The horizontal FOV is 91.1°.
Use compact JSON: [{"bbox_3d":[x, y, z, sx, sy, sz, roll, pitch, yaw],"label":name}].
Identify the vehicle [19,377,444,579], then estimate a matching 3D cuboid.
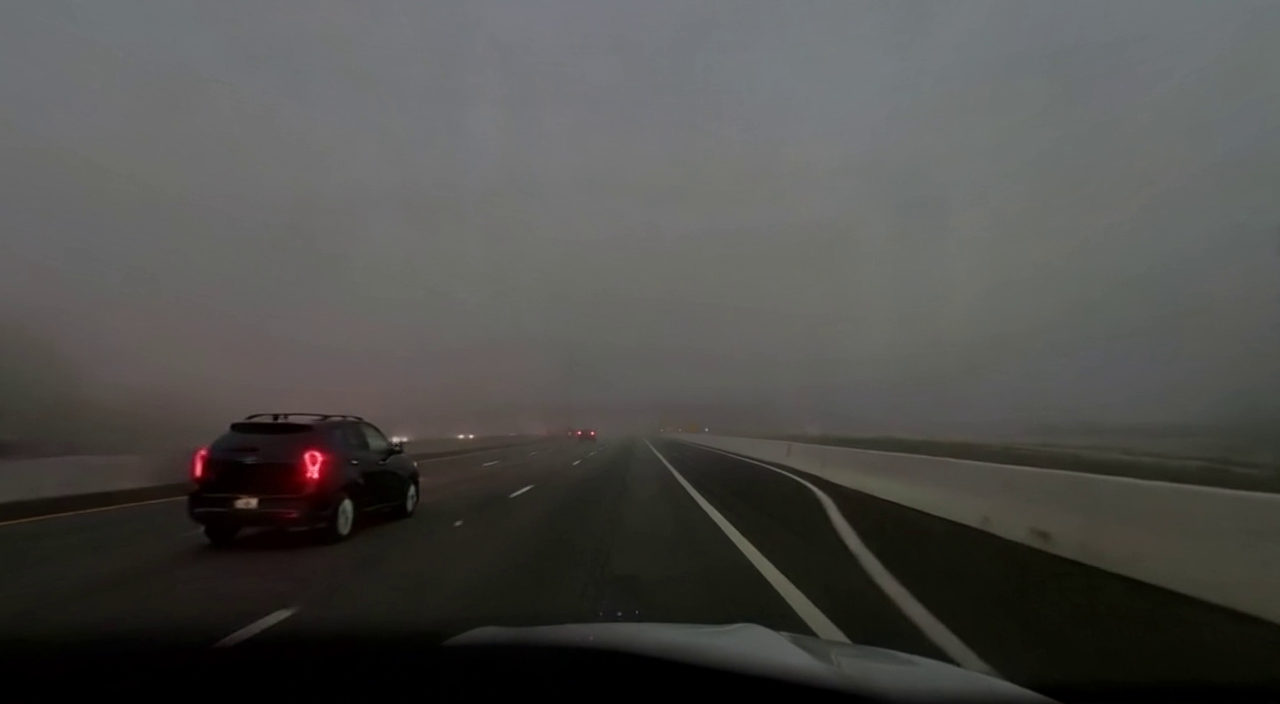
[{"bbox_3d":[-4.269,1.406,7.872,2.153,1.730,4.772,0,-8,-1],"label":"vehicle"}]
